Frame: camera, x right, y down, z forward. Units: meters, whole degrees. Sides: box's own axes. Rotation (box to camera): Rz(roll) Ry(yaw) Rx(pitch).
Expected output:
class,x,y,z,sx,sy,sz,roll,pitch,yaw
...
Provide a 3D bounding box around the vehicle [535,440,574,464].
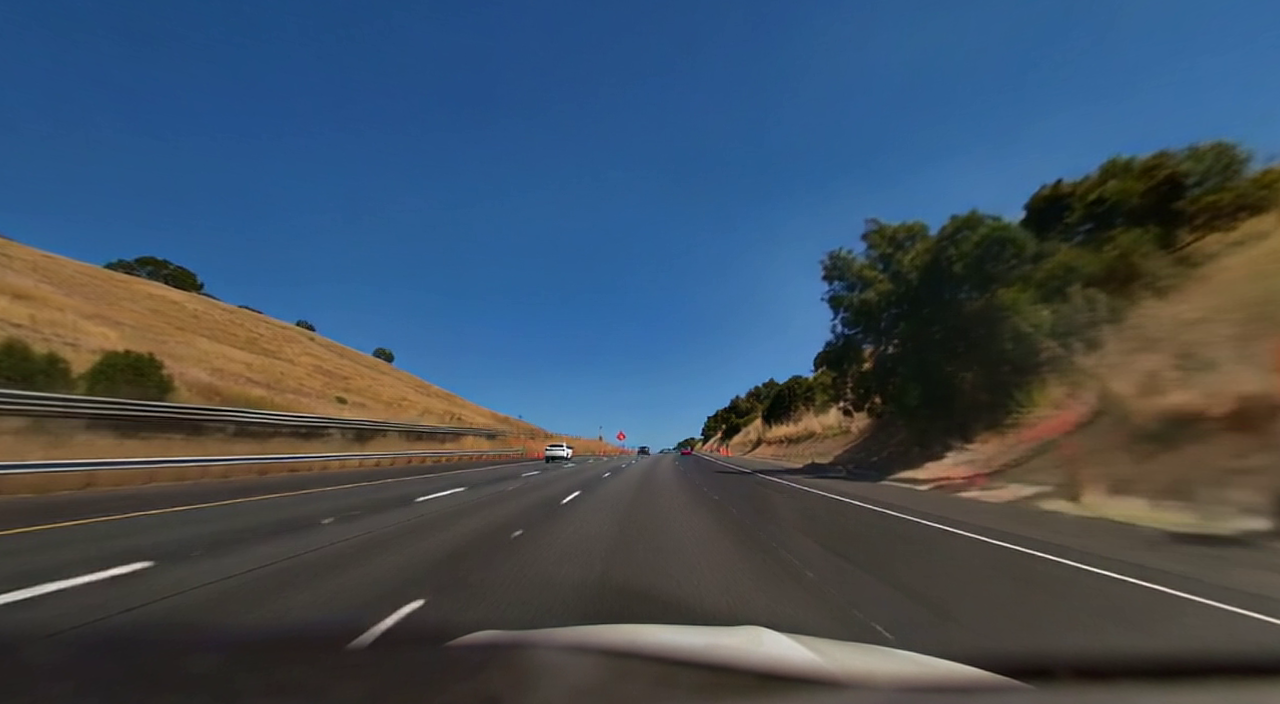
class,x,y,z,sx,sy,sz,roll,pitch,yaw
vehicle,-6.011,7.032,44.485,2.042,1.585,4.162,0,-8,2
